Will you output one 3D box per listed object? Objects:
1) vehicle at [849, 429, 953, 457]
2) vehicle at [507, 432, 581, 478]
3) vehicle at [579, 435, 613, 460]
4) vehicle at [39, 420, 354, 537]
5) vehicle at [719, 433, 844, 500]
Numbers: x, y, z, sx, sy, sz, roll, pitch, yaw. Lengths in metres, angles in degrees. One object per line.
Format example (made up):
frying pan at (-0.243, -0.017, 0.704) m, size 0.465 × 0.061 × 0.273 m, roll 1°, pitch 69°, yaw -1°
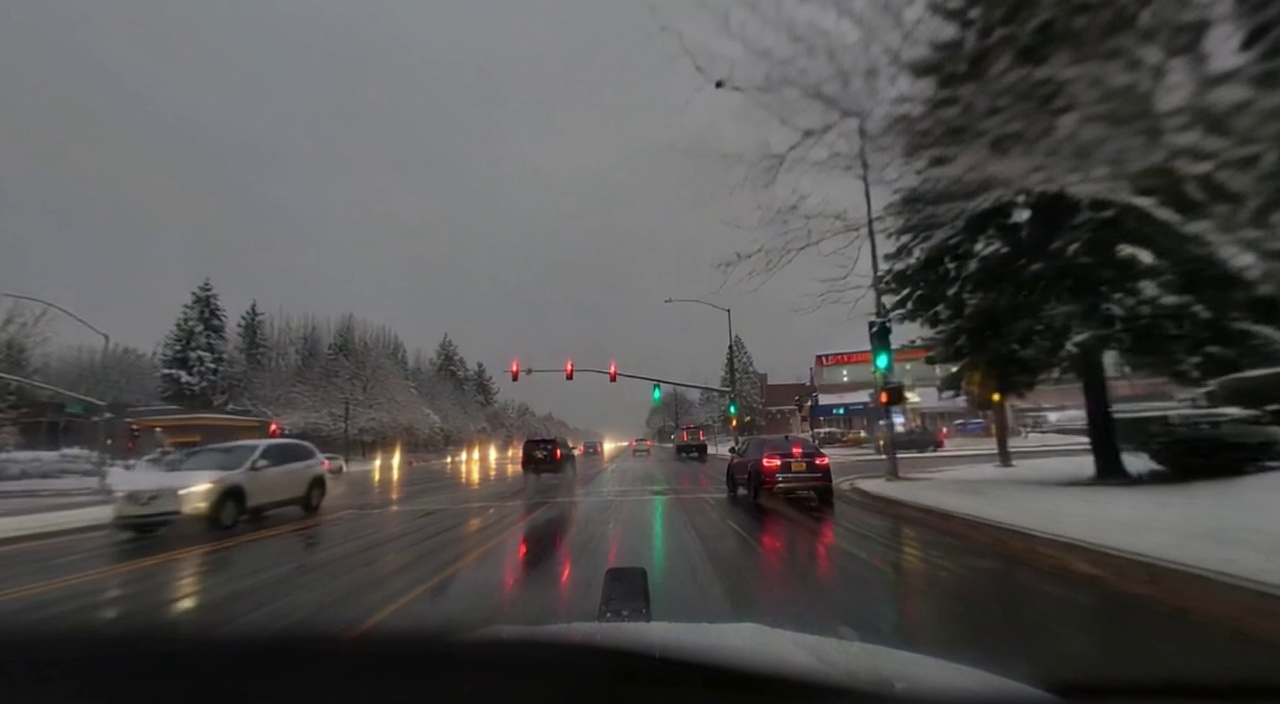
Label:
vehicle at (14.422, 5.047, 34.992) m, size 4.776 × 1.486 × 2.138 m, roll 1°, pitch -9°, yaw -5°
vehicle at (-3.799, 4.191, 25.875) m, size 2.250 × 1.713 × 4.422 m, roll 0°, pitch -8°, yaw 1°
vehicle at (-3.298, 7.259, 48.154) m, size 2.126 × 1.810 × 4.414 m, roll 0°, pitch -8°, yaw 2°
vehicle at (-7.882, 2.296, 12.176) m, size 2.224 × 1.747 × 5.274 m, roll 0°, pitch -8°, yaw 0°
vehicle at (3.437, 2.894, 16.381) m, size 2.095 × 1.475 × 4.686 m, roll 0°, pitch -8°, yaw -1°
